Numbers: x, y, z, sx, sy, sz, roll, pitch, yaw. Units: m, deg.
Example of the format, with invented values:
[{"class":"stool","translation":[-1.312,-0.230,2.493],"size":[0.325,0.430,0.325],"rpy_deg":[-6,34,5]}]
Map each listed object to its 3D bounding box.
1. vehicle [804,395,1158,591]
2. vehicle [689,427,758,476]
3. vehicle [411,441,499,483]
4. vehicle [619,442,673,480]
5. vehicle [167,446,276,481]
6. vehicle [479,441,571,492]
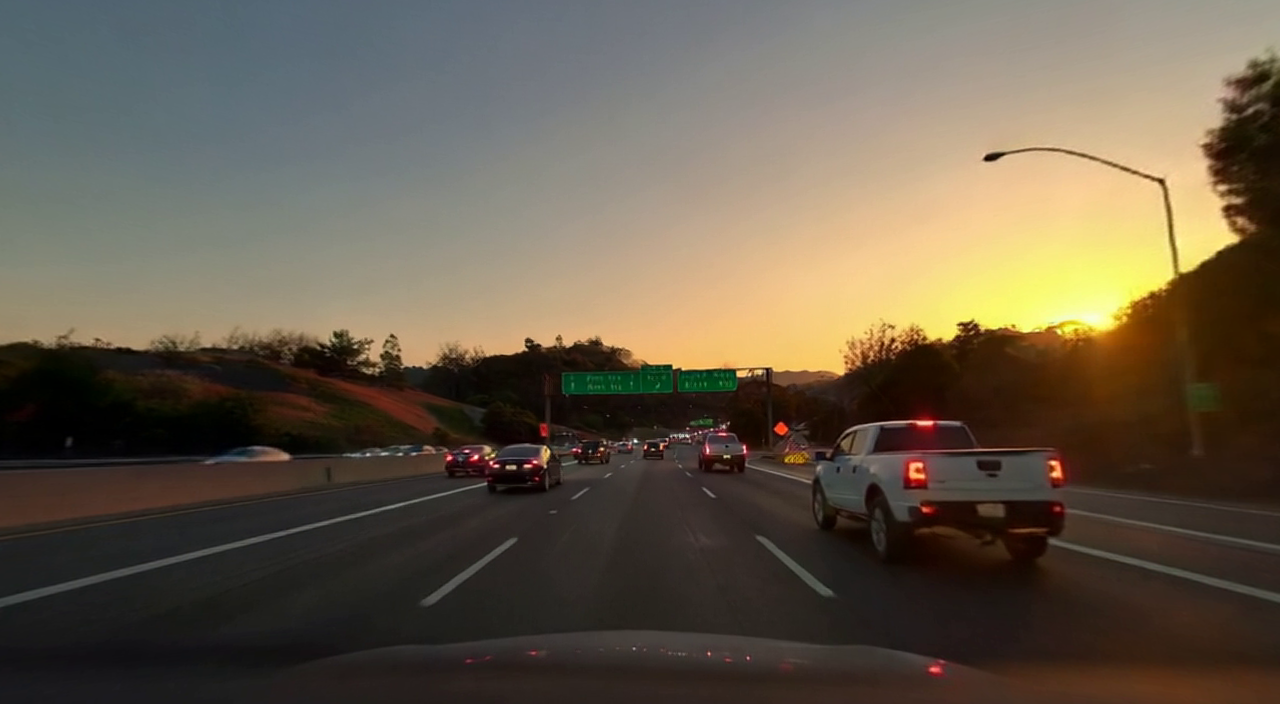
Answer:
[{"class":"vehicle","translation":[3.653,1.604,7.901],"size":[2.045,1.768,4.249],"rpy_deg":[0,-9,0]},{"class":"vehicle","translation":[3.995,4.978,31.608],"size":[2.802,2.151,6.579],"rpy_deg":[0,-9,2]},{"class":"vehicle","translation":[-7.316,4.412,25.438],"size":[2.065,1.519,4.491],"rpy_deg":[0,-9,2]},{"class":"vehicle","translation":[0.256,4.514,26.300],"size":[2.071,1.478,4.130],"rpy_deg":[0,-9,1]},{"class":"vehicle","translation":[-19.311,5.142,29.355],"size":[1.851,1.502,4.485],"rpy_deg":[0,-9,2]},{"class":"vehicle","translation":[-3.594,3.671,20.539],"size":[1.996,1.488,4.451],"rpy_deg":[0,-9,2]}]
